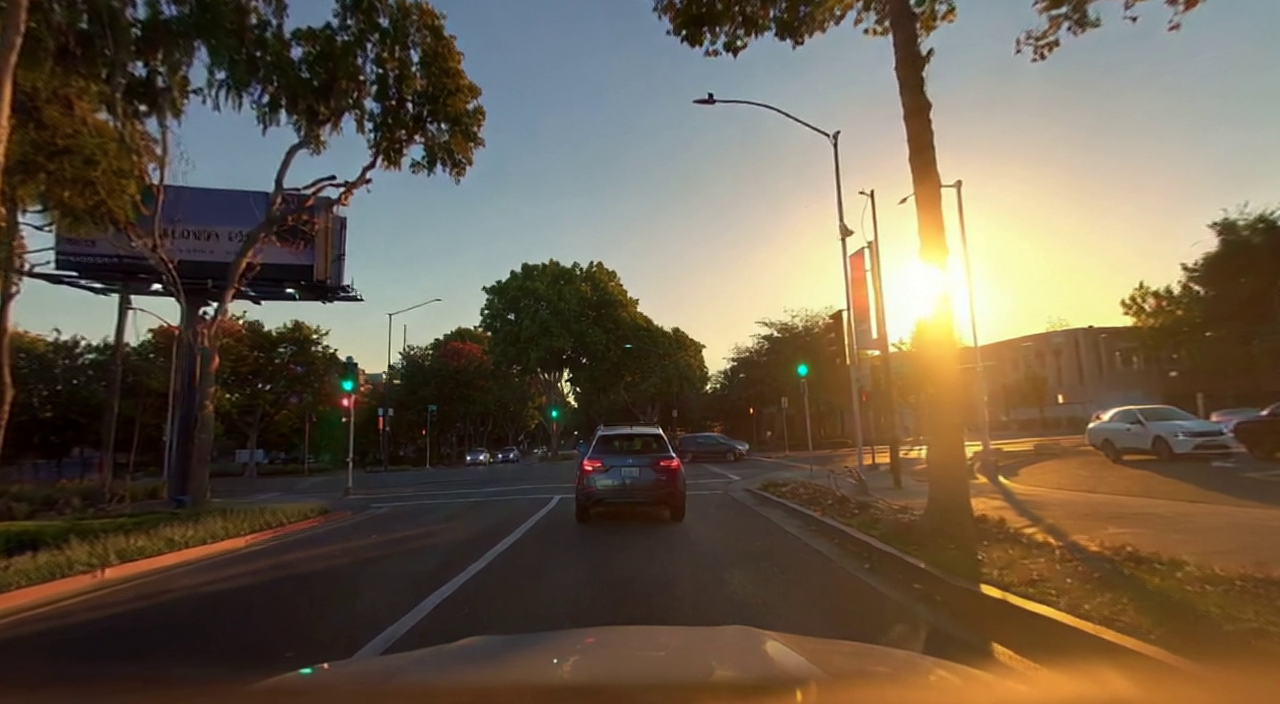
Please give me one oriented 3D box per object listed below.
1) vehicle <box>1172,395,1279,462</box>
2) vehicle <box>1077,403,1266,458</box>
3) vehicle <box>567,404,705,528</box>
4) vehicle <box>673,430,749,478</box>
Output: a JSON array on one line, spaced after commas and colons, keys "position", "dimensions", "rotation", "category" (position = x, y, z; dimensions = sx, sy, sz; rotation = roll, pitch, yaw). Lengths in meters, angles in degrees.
[{"position": [16.046, 1.829, 15.678], "dimensions": [3.687, 1.500, 1.818], "rotation": [-4, -6, 11], "category": "vehicle"}, {"position": [15.588, 2.353, 18.704], "dimensions": [3.750, 1.502, 1.781], "rotation": [-3, -8, 14], "category": "vehicle"}, {"position": [-0.112, 2.051, 11.800], "dimensions": [2.142, 1.904, 3.816], "rotation": [0, -8, -1], "category": "vehicle"}, {"position": [2.668, 3.722, 23.150], "dimensions": [1.716, 1.602, 3.403], "rotation": [-4, -9, 25], "category": "vehicle"}]
